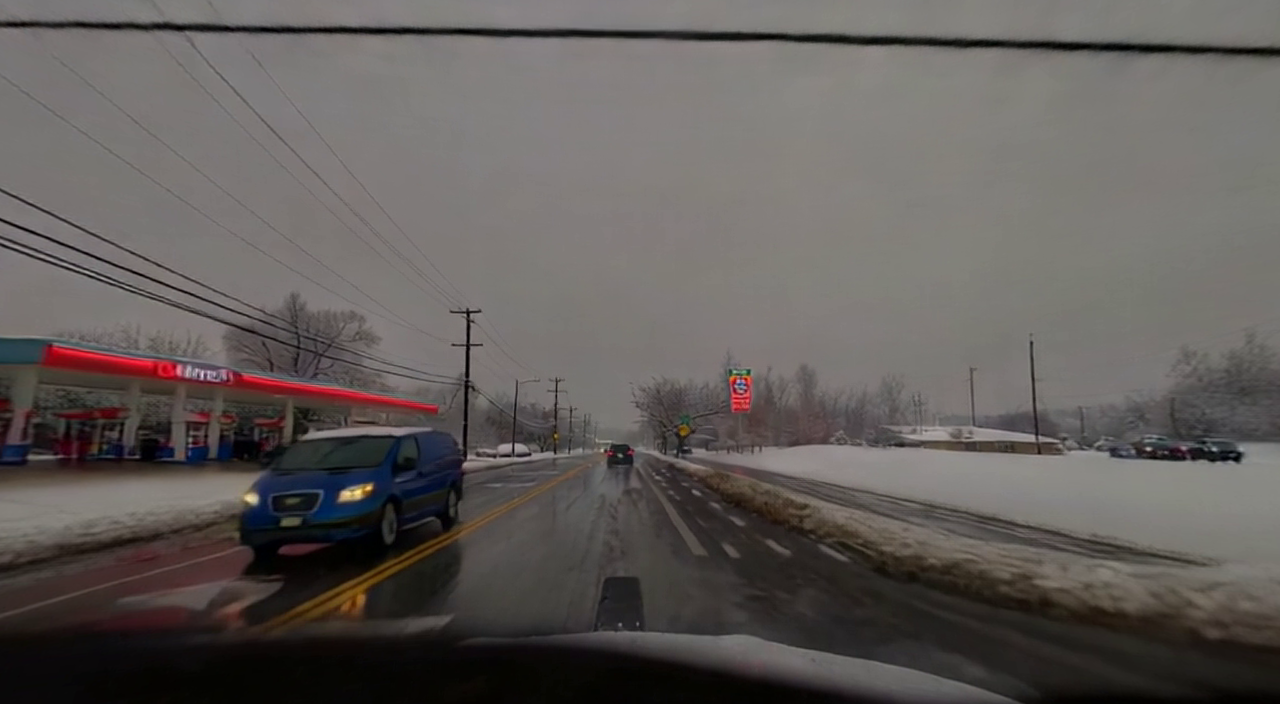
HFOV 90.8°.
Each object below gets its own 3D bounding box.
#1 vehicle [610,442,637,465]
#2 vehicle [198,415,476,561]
[{"bbox_3d":[-1.236,7.787,48.756,2.000,1.663,4.271,0,-8,-1],"label":"vehicle"},{"bbox_3d":[-4.519,2.074,10.583,2.274,1.844,4.843,0,-8,-1],"label":"vehicle"}]
